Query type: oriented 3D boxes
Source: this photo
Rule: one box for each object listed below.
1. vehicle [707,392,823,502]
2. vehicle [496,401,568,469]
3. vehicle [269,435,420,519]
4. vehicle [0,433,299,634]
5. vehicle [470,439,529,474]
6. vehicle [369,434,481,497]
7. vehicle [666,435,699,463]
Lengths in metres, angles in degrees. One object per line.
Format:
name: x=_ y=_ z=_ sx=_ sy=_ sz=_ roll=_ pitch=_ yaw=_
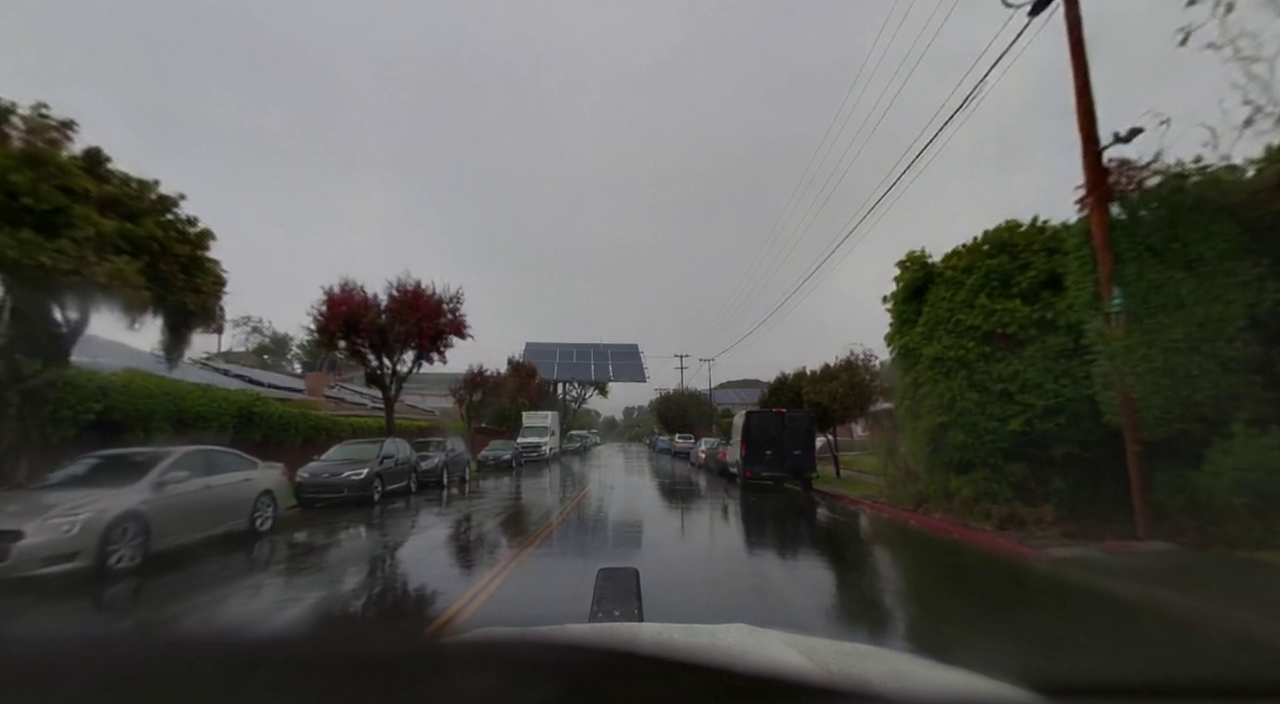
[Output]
vehicle: x=3.233 y=2.550 z=17.347 sx=2.215 sy=2.542 sz=4.550 roll=-1 pitch=-7 yaw=0
vehicle: x=-6.281 y=4.980 z=37.943 sx=2.896 sy=3.648 sz=8.004 roll=0 pitch=-8 yaw=0
vehicle: x=-6.279 y=2.632 z=13.837 sx=1.758 sy=1.519 sz=3.396 roll=-2 pitch=-7 yaw=-2
vehicle: x=-6.292 y=1.861 z=7.632 sx=1.901 sy=1.472 sz=4.676 roll=-2 pitch=-5 yaw=-2
vehicle: x=-6.414 y=4.791 z=29.176 sx=1.921 sy=1.470 sz=4.068 roll=0 pitch=-8 yaw=-1
vehicle: x=-6.193 y=3.300 z=18.754 sx=1.818 sy=1.563 sz=4.483 roll=-2 pitch=-8 yaw=0
vehicle: x=2.942 y=6.795 z=44.406 sx=1.965 sy=1.855 sz=4.677 roll=0 pitch=-8 yaw=-1
